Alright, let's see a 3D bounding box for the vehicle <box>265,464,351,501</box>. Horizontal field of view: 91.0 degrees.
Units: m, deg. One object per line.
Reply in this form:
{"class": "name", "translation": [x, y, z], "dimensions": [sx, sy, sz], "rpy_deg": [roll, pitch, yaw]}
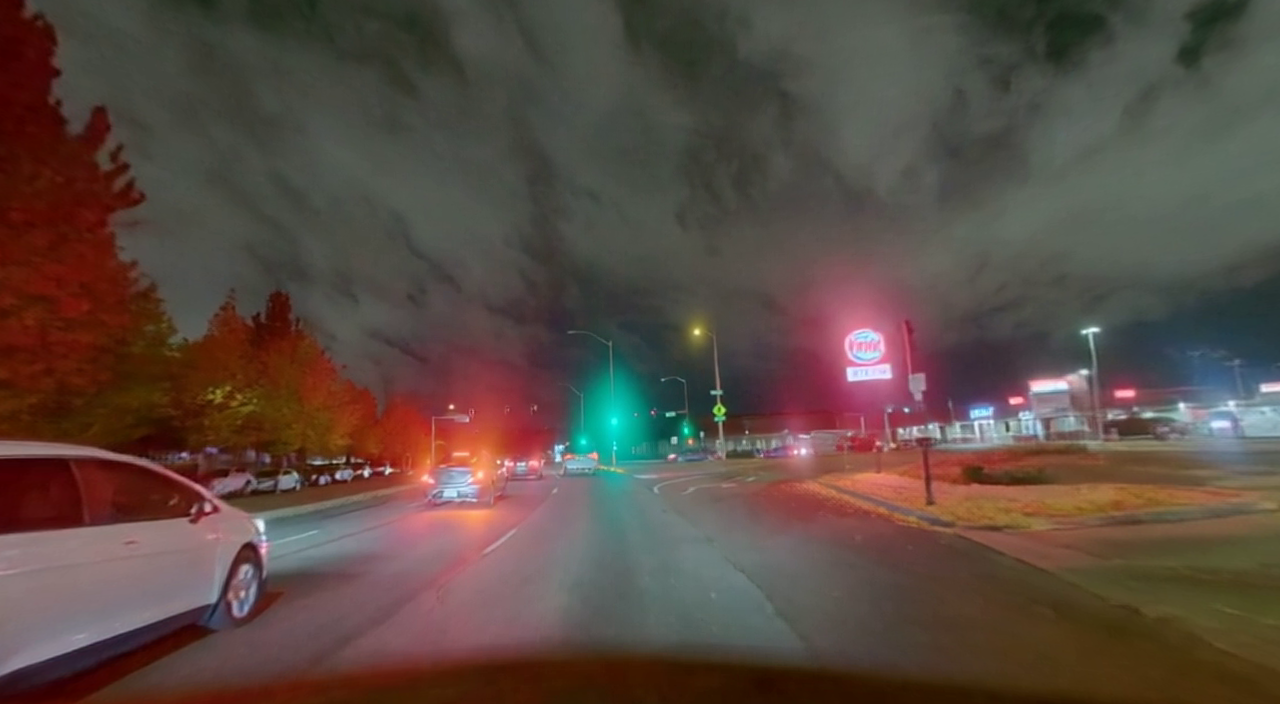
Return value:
{"class": "vehicle", "translation": [-15.923, 6.245, 30.512], "dimensions": [1.972, 1.514, 4.689], "rpy_deg": [2, -9, -5]}

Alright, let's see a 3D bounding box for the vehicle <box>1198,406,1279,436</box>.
{"class": "vehicle", "translation": [39.755, 4.507, 40.662], "dimensions": [5.280, 1.764, 2.026], "rpy_deg": [-9, -13, 44]}

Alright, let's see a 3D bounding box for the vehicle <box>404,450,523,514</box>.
{"class": "vehicle", "translation": [-4.796, 3.577, 18.018], "dimensions": [2.090, 1.506, 5.326], "rpy_deg": [1, -9, -3]}

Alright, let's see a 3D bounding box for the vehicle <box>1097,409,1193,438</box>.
{"class": "vehicle", "translation": [33.586, 4.731, 41.928], "dimensions": [2.110, 1.696, 4.653], "rpy_deg": [12, -12, -42]}

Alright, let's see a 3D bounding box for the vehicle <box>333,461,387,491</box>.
{"class": "vehicle", "translation": [-17.674, 7.836, 39.955], "dimensions": [2.039, 1.672, 4.596], "rpy_deg": [2, -9, -10]}

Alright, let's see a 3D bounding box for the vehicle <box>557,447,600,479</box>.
{"class": "vehicle", "translation": [-3.614, 6.329, 36.271], "dimensions": [2.144, 1.704, 4.028], "rpy_deg": [2, -9, -9]}

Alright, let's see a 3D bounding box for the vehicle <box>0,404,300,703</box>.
{"class": "vehicle", "translation": [-4.207, 1.147, 3.484], "dimensions": [2.085, 1.663, 4.513], "rpy_deg": [1, -9, 0]}
